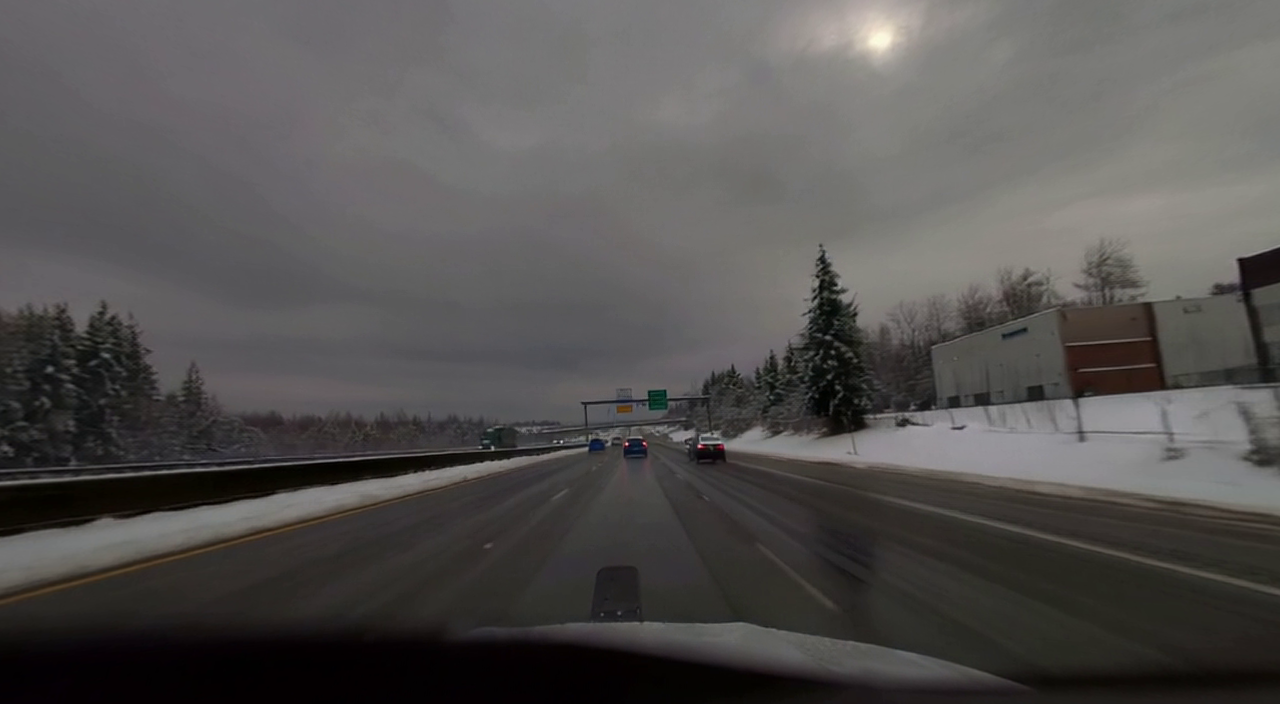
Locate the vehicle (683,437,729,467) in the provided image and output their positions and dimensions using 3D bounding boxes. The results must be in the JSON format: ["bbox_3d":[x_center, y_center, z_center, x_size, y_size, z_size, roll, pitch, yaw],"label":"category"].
[{"bbox_3d":[3.567,5.478,34.552,1.992,1.532,3.996,0,-8,-1],"label":"vehicle"}]
